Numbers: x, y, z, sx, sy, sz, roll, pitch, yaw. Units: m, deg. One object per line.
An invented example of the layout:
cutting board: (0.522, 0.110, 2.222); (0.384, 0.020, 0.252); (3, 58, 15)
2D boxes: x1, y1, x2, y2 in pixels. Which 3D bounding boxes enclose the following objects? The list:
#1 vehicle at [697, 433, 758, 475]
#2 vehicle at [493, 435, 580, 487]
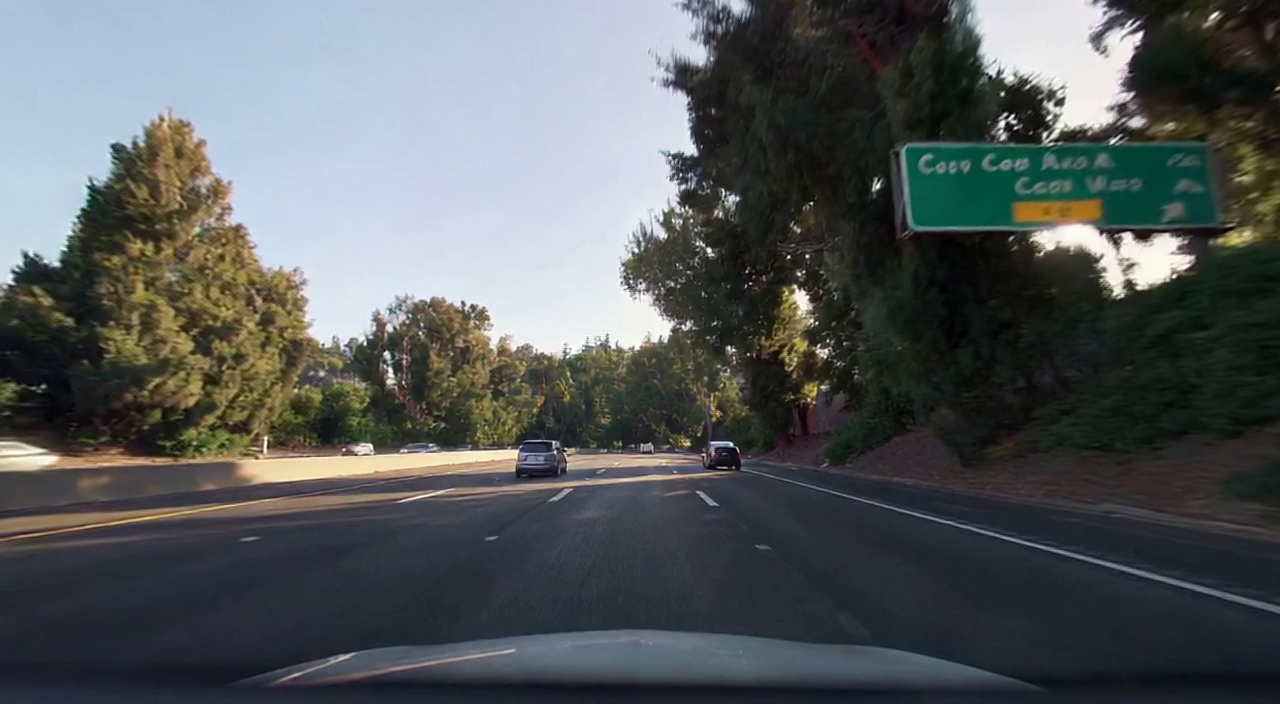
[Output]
vehicle: (3.998, 4.769, 29.485); (2.149, 1.796, 4.487); (0, -8, -1)
vehicle: (-3.448, 3.727, 21.769); (2.166, 1.608, 4.297); (0, -8, 1)
